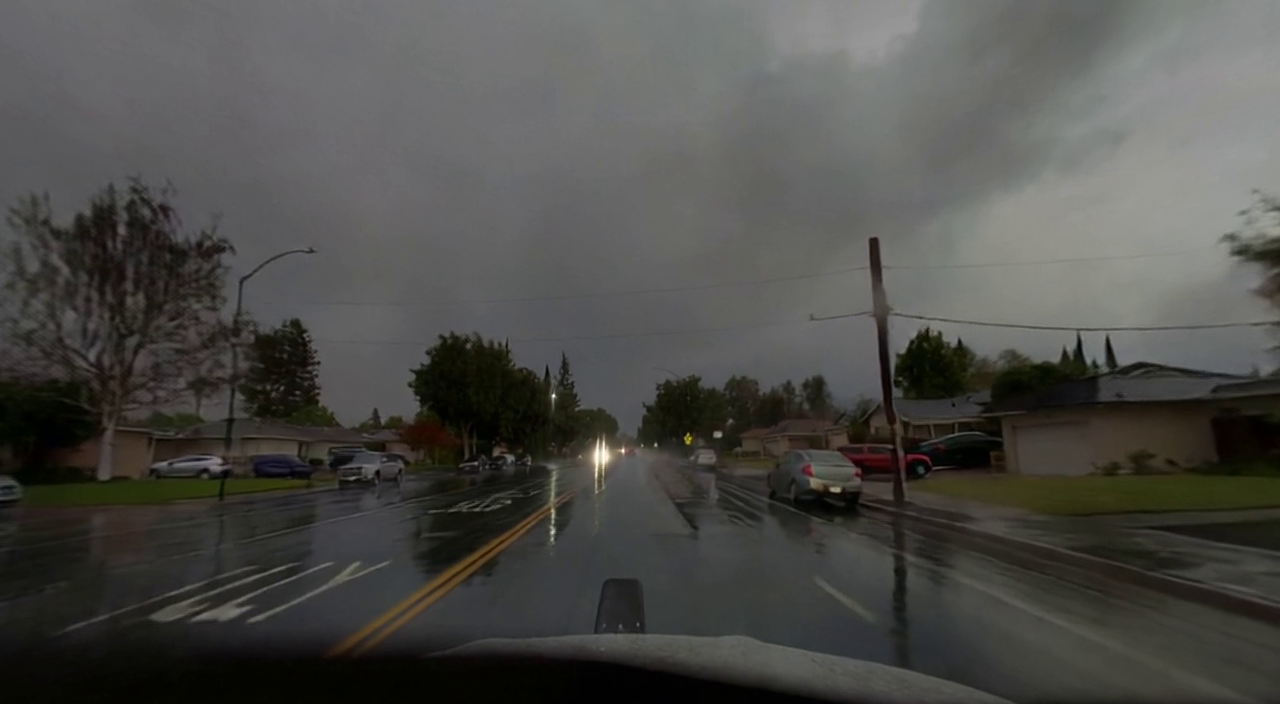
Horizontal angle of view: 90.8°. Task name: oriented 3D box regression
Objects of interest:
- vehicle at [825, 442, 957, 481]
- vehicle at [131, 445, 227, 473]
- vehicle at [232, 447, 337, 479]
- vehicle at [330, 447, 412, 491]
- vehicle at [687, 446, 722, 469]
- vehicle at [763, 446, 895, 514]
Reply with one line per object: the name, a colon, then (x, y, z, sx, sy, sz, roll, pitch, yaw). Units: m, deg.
vehicle: (10.081, 4.429, 25.675, 4.501, 1.502, 1.975, 0, -8, -1)
vehicle: (-26.701, 6.190, 36.674, 4.073, 1.502, 1.822, 0, -9, -2)
vehicle: (-20.401, 6.366, 36.439, 4.744, 1.752, 2.008, 1, -9, -7)
vehicle: (-12.848, 5.561, 30.514, 2.049, 1.782, 4.460, -4, -8, 0)
vehicle: (4.462, 7.345, 44.124, 1.925, 1.482, 4.746, 0, -8, 0)
vehicle: (4.528, 3.104, 15.877, 1.970, 1.455, 4.233, 0, -8, 0)
